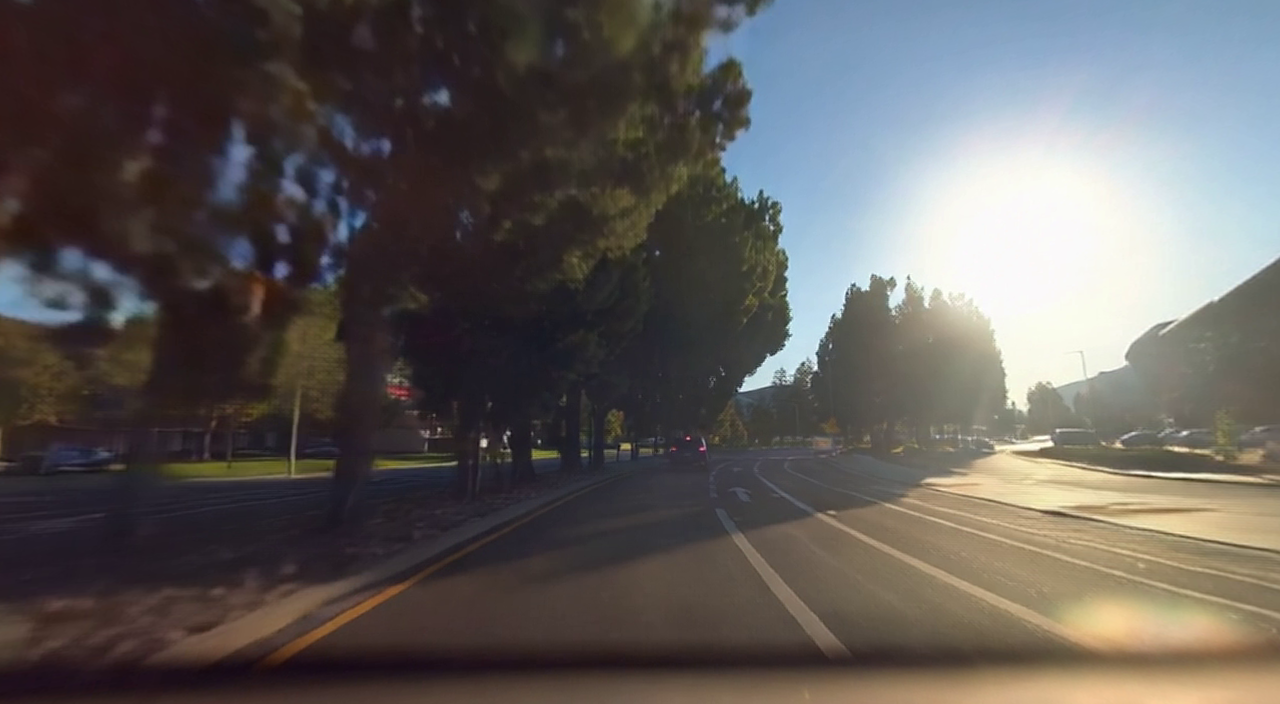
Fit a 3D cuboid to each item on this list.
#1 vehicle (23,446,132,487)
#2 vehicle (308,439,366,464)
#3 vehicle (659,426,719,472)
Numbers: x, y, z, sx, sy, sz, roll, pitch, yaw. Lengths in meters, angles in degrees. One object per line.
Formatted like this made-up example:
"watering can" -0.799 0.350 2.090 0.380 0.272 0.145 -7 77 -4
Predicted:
"vehicle" -24.073 4.857 27.102 2.058 1.580 4.134 3 -9 -21
"vehicle" -19.059 6.289 39.714 1.829 1.501 4.149 1 -9 -4
"vehicle" 2.415 4.507 29.251 2.371 1.926 5.615 -1 -9 8
